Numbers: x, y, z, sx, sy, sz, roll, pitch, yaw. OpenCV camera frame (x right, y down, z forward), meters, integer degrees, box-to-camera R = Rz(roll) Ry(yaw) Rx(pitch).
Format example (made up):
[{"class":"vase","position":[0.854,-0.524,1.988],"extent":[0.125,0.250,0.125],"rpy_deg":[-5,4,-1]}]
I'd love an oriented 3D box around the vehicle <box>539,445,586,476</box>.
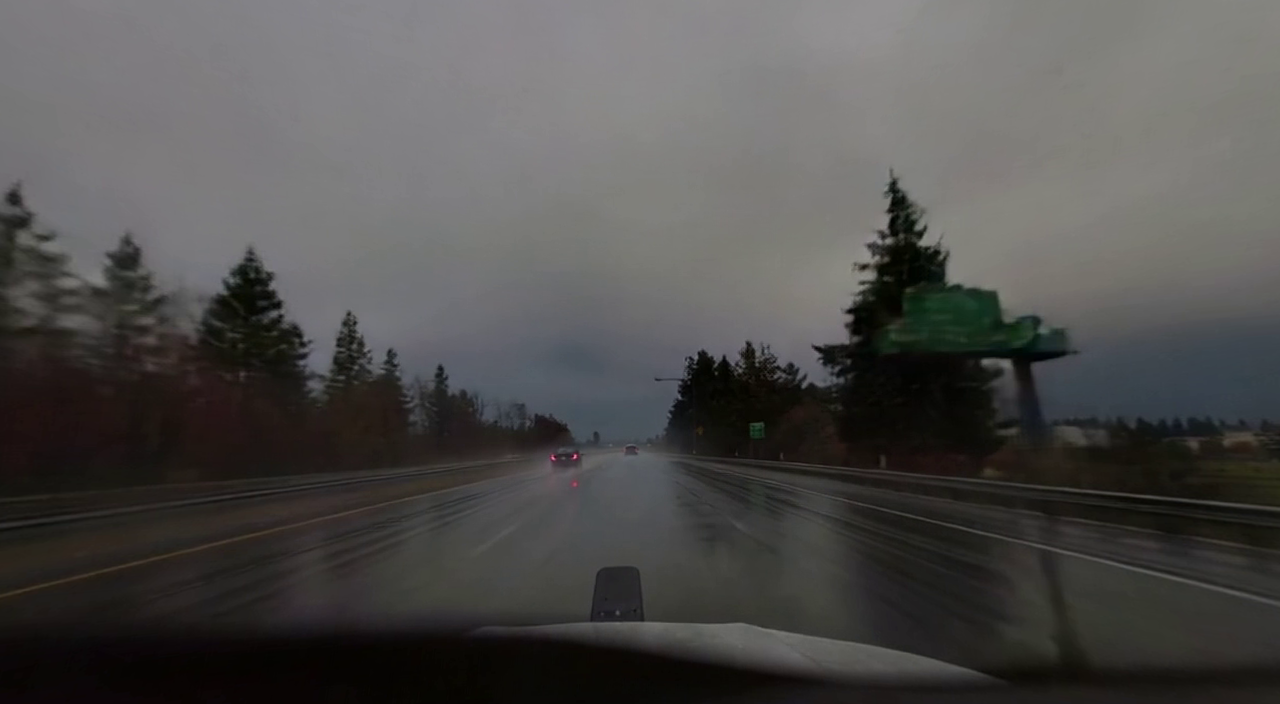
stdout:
[{"class":"vehicle","position":[-4.004,5.659,33.029],"extent":[1.970,1.492,3.944],"rpy_deg":[0,-9,0]}]
